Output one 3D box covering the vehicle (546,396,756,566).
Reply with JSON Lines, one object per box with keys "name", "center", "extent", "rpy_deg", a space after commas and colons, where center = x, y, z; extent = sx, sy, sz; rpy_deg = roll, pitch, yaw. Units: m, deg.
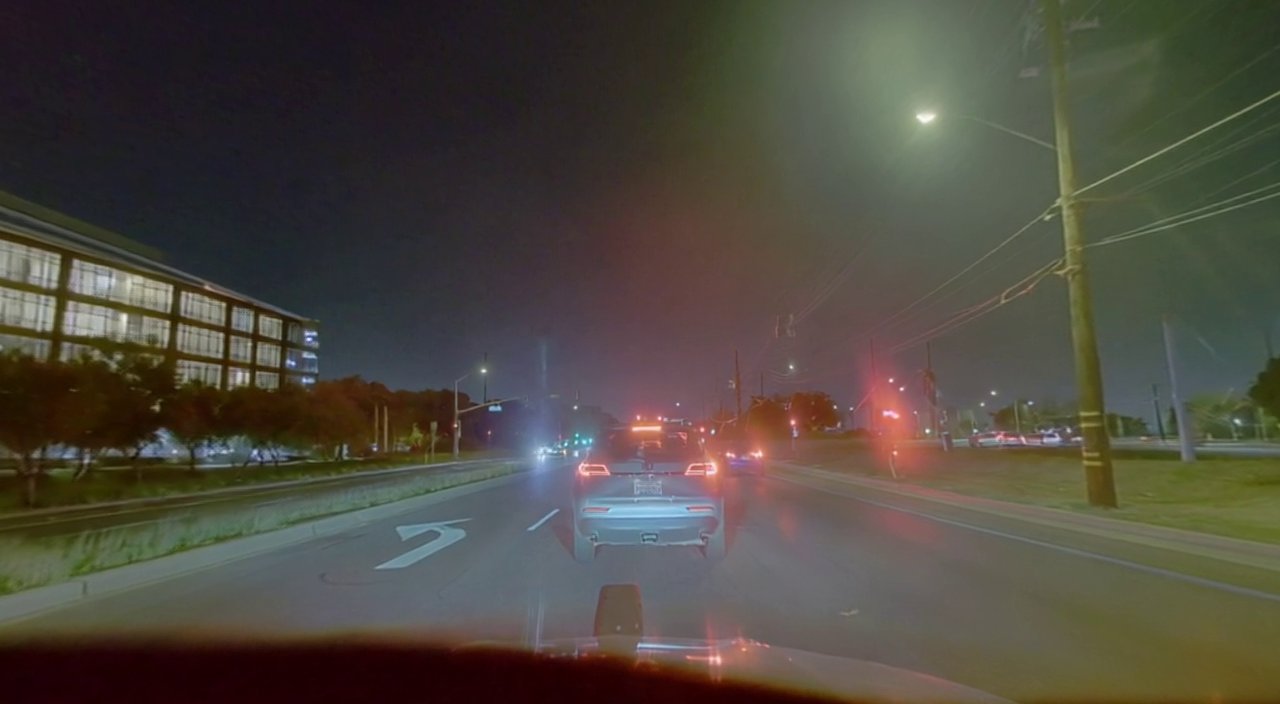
{"name": "vehicle", "center": [0.111, 1.680, 8.875], "extent": [2.189, 1.776, 4.342], "rpy_deg": [0, -9, 0]}
